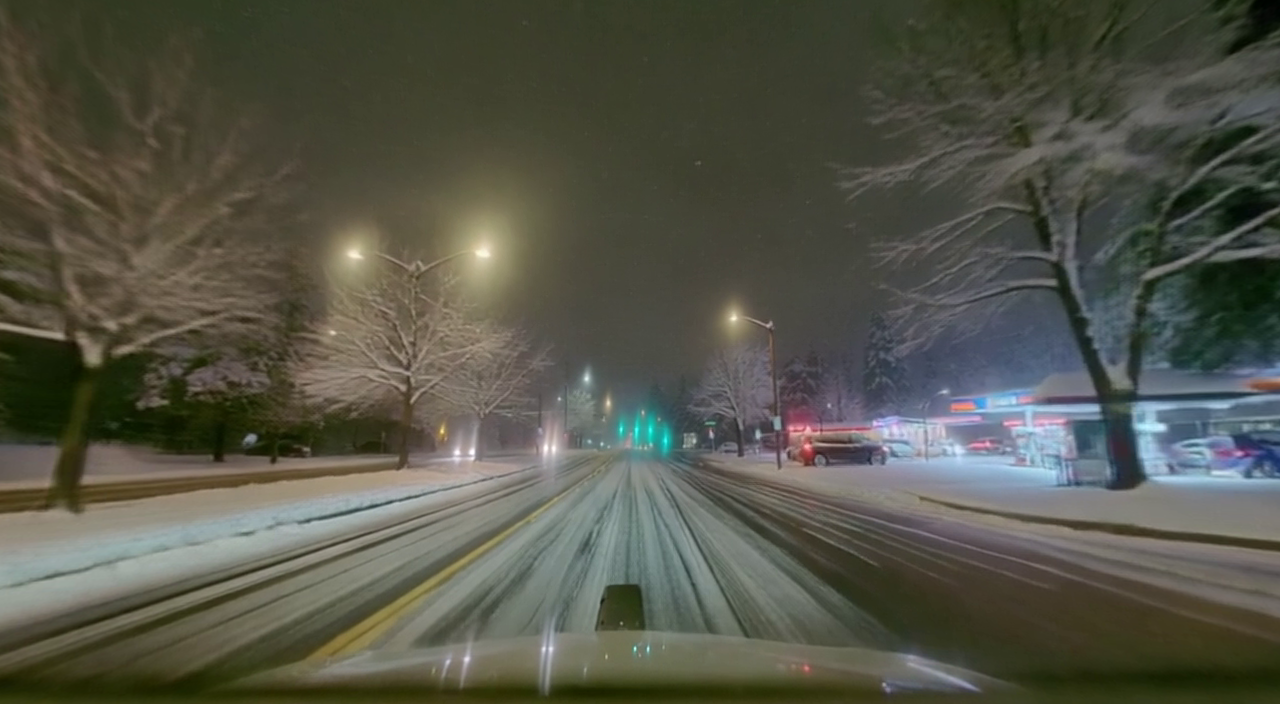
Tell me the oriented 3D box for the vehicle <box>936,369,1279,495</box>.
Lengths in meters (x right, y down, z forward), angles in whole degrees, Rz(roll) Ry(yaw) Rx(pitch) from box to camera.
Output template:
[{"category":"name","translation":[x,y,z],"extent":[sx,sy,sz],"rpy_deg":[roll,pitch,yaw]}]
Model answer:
[{"category":"vehicle","translation":[14.228,2.422,18.971],"extent":[9.127,3.409,2.992],"rpy_deg":[0,-8,-2]}]

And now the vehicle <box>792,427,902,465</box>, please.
[{"category":"vehicle","translation":[13.089,5.983,40.283],"extent":[6.063,2.313,2.534],"rpy_deg":[0,-8,1]}]
